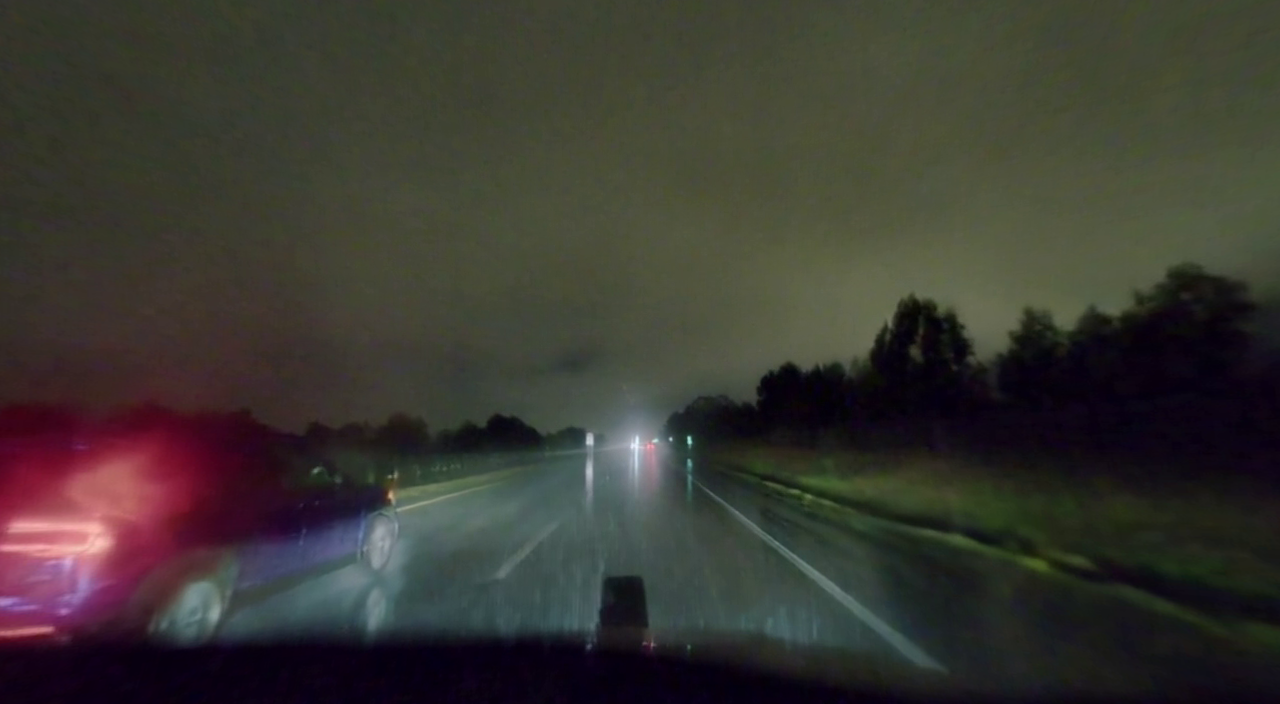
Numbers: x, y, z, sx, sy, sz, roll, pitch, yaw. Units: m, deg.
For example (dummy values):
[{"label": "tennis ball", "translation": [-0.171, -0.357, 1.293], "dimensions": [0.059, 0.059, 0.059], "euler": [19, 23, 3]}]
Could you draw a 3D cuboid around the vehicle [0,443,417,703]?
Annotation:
[{"label": "vehicle", "translation": [-3.576, 1.369, 4.760], "dimensions": [2.096, 1.343, 4.503], "euler": [0, -8, 1]}]
